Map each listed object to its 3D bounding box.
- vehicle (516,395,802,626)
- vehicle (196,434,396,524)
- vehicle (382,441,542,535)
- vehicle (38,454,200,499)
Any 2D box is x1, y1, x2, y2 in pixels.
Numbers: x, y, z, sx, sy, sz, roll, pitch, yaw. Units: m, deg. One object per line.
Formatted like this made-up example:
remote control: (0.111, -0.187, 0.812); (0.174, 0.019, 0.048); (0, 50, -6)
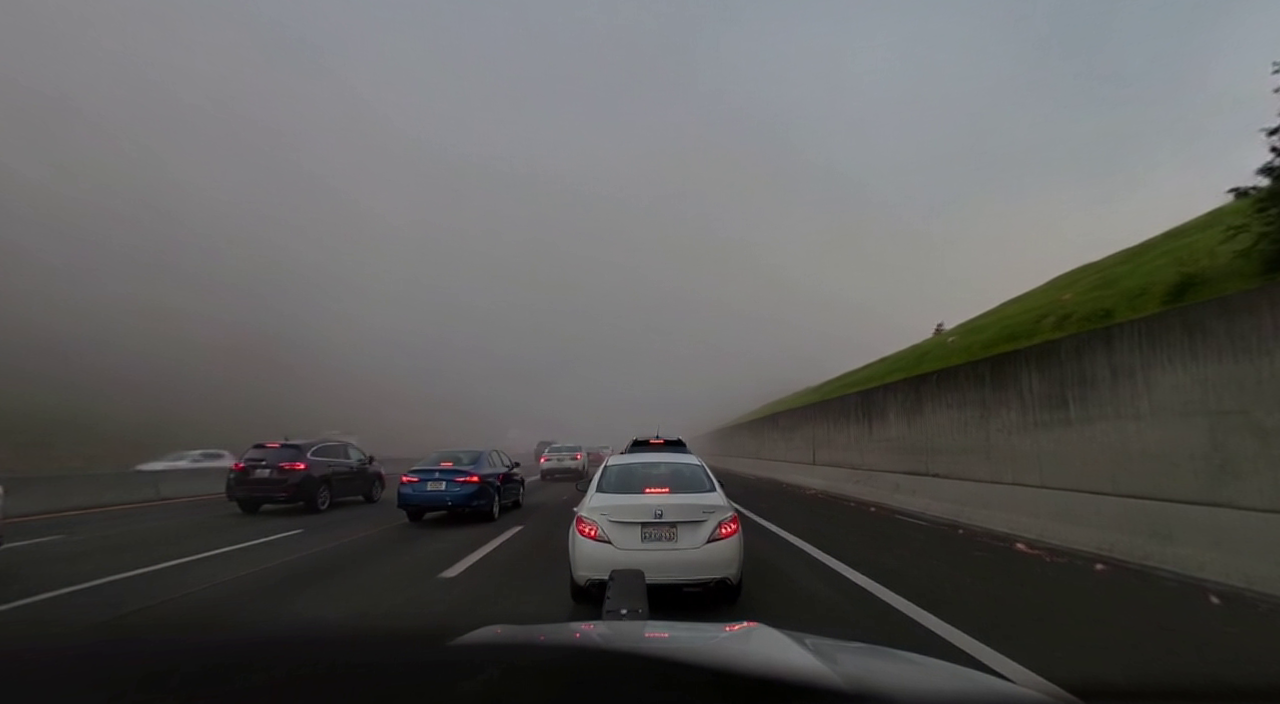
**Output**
vehicle: (0.105, 1.635, 7.614); (2.210, 1.760, 5.303); (0, -9, -1)
vehicle: (-7.497, 2.800, 14.448); (1.986, 1.700, 4.558); (0, -9, 0)
vehicle: (-3.235, 2.542, 12.382); (1.917, 1.506, 3.949); (0, -9, 1)
vehicle: (-18.871, 4.495, 23.209); (2.152, 1.462, 4.416); (0, -9, 1)
